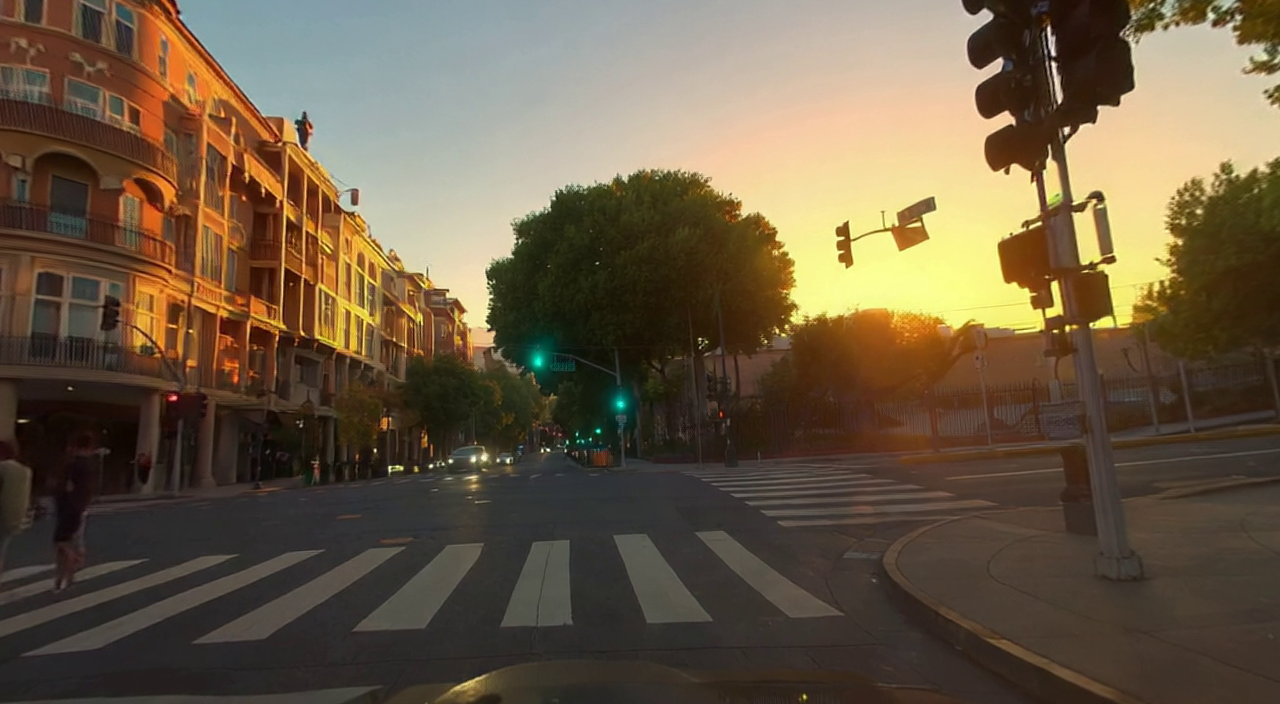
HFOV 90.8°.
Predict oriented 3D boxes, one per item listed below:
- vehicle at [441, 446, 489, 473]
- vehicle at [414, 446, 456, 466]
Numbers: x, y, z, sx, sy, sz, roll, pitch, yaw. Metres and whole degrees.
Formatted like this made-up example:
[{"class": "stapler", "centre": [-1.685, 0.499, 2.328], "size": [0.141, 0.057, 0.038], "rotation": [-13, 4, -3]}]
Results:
[{"class": "vehicle", "centre": [-10.464, 6.471, 38.159], "size": [2.196, 1.503, 4.371], "rotation": [1, -9, -8]}, {"class": "vehicle", "centre": [-16.028, 8.105, 49.275], "size": [2.028, 1.479, 4.427], "rotation": [5, -10, -32]}]
